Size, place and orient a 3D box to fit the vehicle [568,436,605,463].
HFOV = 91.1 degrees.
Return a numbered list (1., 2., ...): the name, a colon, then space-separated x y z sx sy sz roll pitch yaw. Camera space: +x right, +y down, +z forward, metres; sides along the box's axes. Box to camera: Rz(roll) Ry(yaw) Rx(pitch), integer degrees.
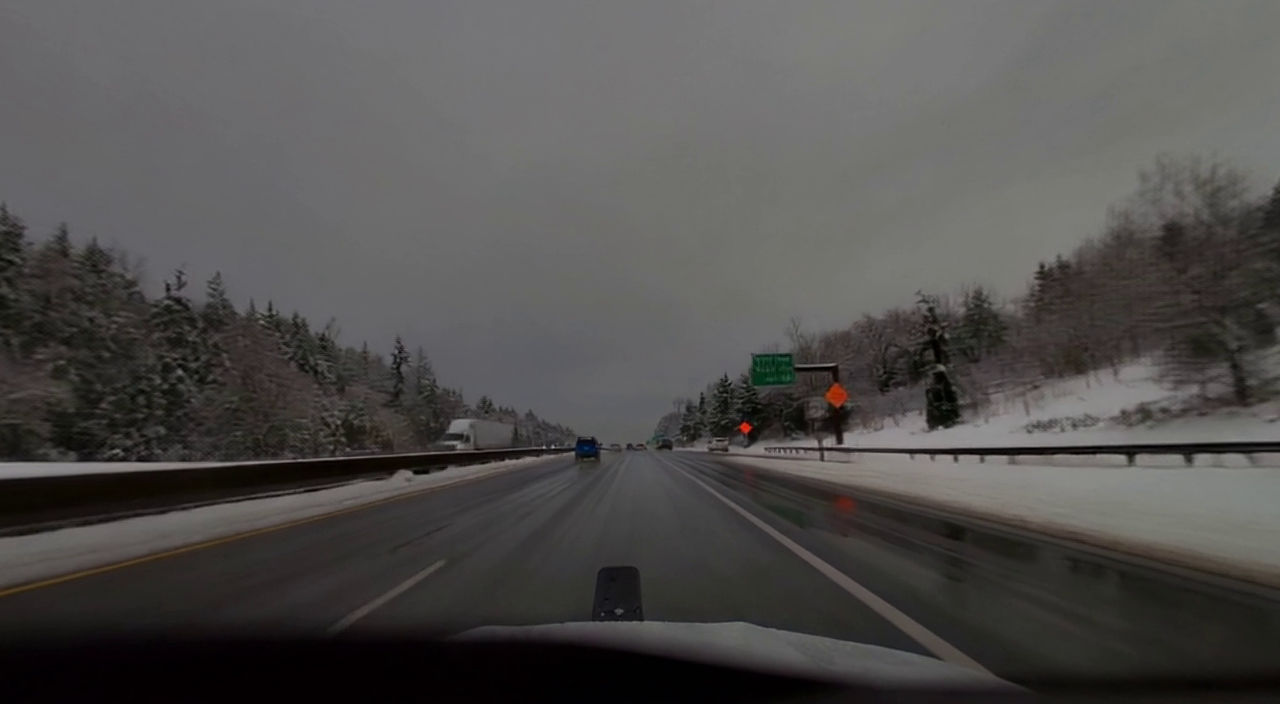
1. vehicle: -3.403 6.317 40.797 2.125 1.662 4.336 0 -8 -1
